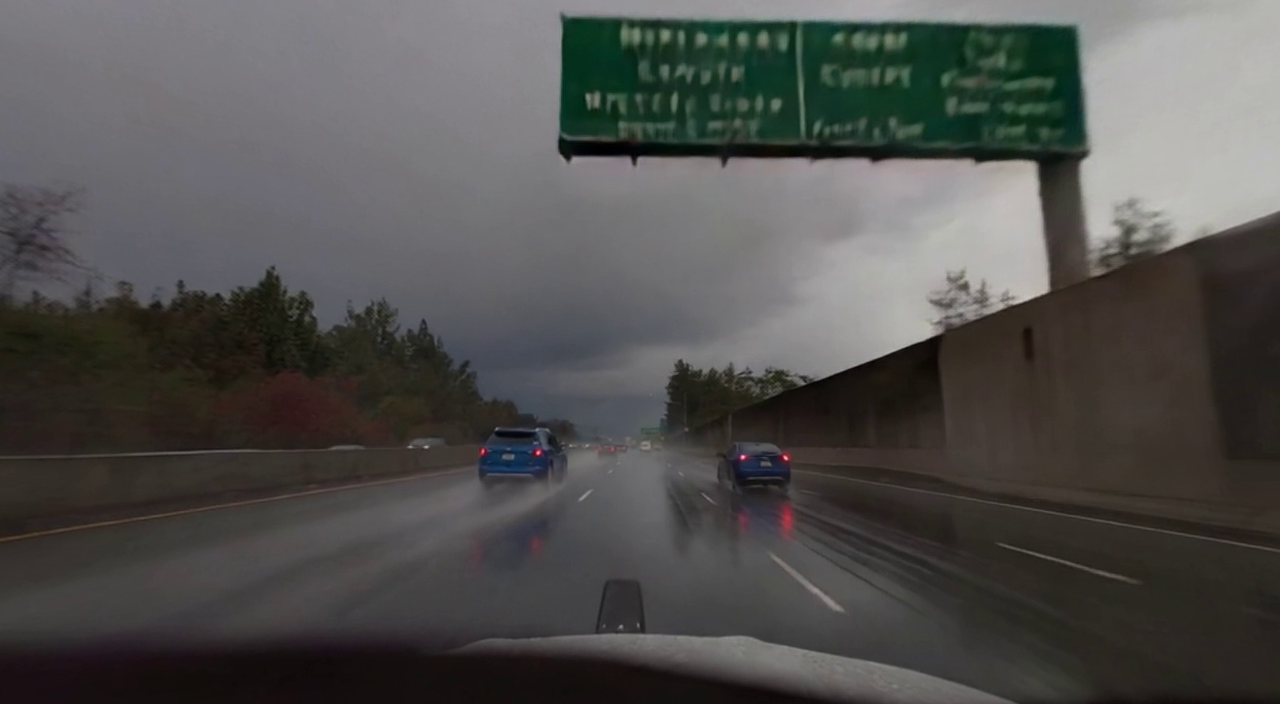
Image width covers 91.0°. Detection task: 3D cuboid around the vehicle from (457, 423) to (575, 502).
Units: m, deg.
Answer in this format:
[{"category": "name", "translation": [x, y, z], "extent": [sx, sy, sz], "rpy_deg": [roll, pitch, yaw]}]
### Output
[{"category": "vehicle", "translation": [-3.036, 2.826, 16.503], "extent": [2.137, 1.756, 4.453], "rpy_deg": [0, -8, 1]}]

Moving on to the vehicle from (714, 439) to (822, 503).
[{"category": "vehicle", "translation": [3.286, 3.117, 17.042], "extent": [1.979, 1.486, 4.125], "rpy_deg": [0, -8, -1]}]

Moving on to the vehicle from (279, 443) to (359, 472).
[{"category": "vehicle", "translation": [-18.332, 6.035, 36.266], "extent": [1.981, 1.515, 4.797], "rpy_deg": [0, -8, 1]}]
